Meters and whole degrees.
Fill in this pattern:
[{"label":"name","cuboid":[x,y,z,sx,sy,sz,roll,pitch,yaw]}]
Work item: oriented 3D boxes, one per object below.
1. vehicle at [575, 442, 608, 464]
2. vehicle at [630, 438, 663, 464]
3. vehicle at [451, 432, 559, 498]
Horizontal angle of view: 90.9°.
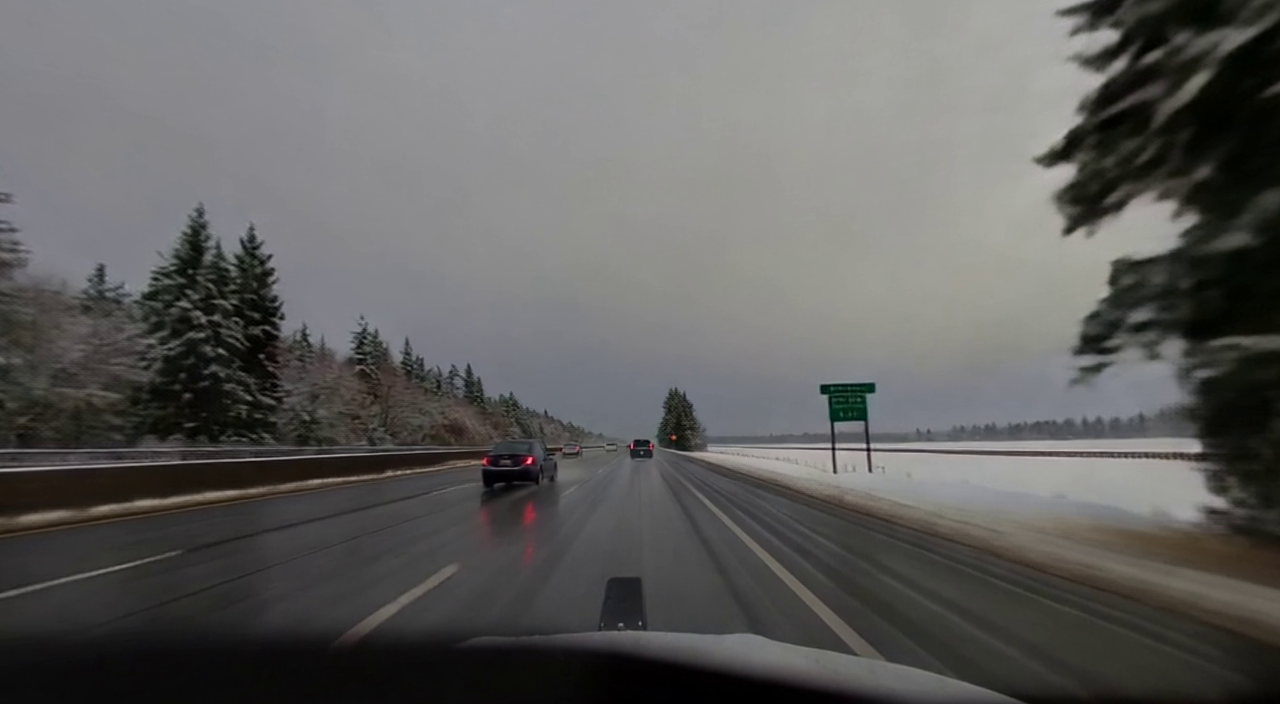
[{"label":"vehicle","cuboid":[-3.505,7.347,46.151,2.066,1.497,4.253,0,-8,0]},{"label":"vehicle","cuboid":[0.418,6.999,44.695,2.259,1.697,4.106,0,-8,-1]},{"label":"vehicle","cuboid":[-3.654,3.153,18.006,2.028,1.634,4.441,0,-8,1]}]
